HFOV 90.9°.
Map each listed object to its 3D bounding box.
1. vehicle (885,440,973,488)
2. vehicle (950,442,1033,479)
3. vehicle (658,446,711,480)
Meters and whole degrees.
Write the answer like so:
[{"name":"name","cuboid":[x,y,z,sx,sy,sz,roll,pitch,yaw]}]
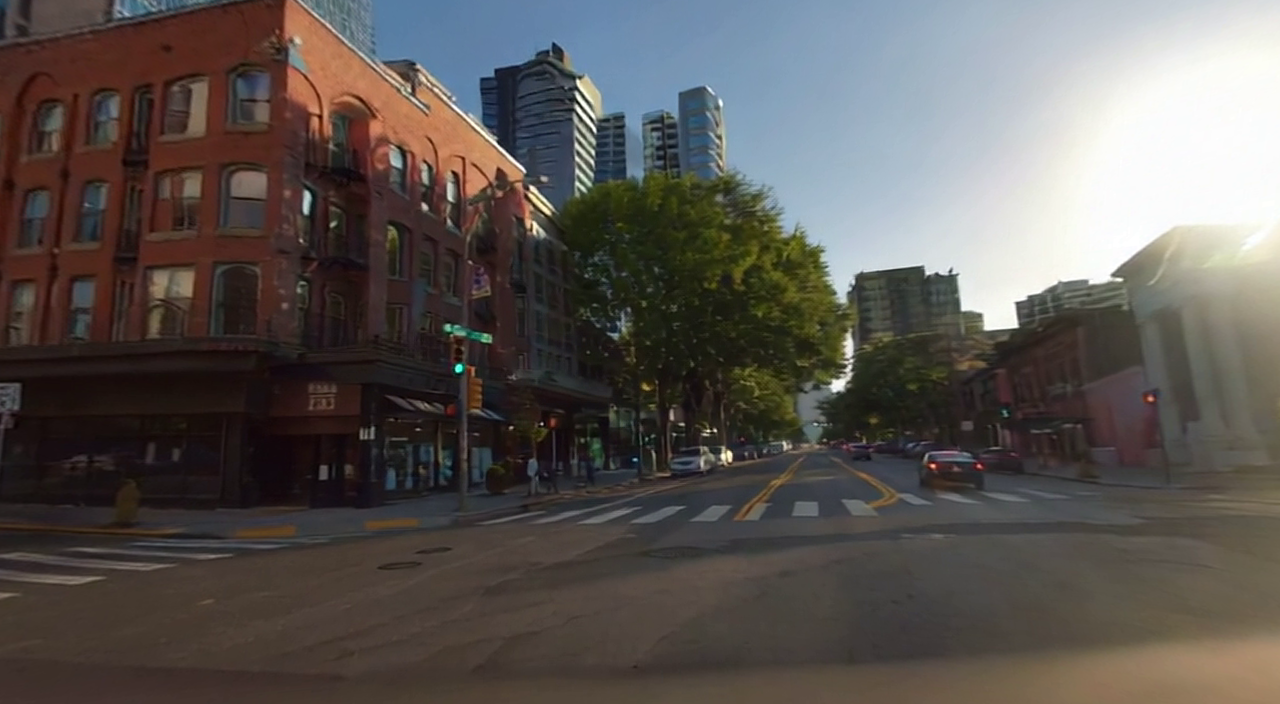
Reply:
[{"name":"vehicle","cuboid":[9.916,3.829,21.952,2.014,1.474,4.090,-2,-9,14]},{"name":"vehicle","cuboid":[15.815,4.871,28.611,1.997,1.510,4.455,-2,-9,12]},{"name":"vehicle","cuboid":[2.436,5.802,33.380,2.127,1.533,4.547,0,-7,13]}]
